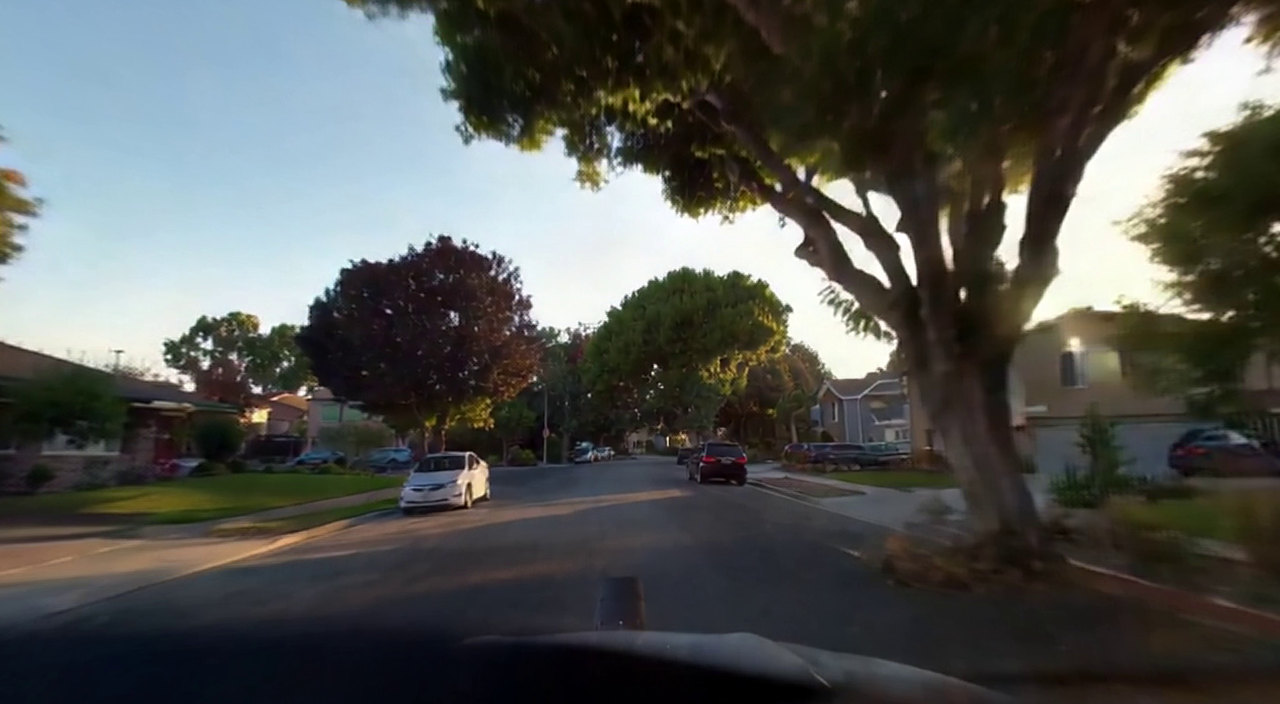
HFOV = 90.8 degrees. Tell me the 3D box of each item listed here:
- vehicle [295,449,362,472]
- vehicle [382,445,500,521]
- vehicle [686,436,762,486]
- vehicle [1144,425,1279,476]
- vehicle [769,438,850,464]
[{"bbox_3d":[-21.249,7.429,43.209,3.610,1.501,1.814,-1,-9,4],"label":"vehicle"},{"bbox_3d":[-4.838,3.199,16.109,1.981,1.463,4.631,0,-7,-6],"label":"vehicle"},{"bbox_3d":[3.232,4.352,25.504,2.228,1.813,4.901,0,-9,-2],"label":"vehicle"},{"bbox_3d":[18.797,3.045,19.584,4.484,1.492,2.071,0,-9,0],"label":"vehicle"},{"bbox_3d":[11.151,6.527,41.721,4.781,1.700,1.914,1,-9,-4],"label":"vehicle"}]
